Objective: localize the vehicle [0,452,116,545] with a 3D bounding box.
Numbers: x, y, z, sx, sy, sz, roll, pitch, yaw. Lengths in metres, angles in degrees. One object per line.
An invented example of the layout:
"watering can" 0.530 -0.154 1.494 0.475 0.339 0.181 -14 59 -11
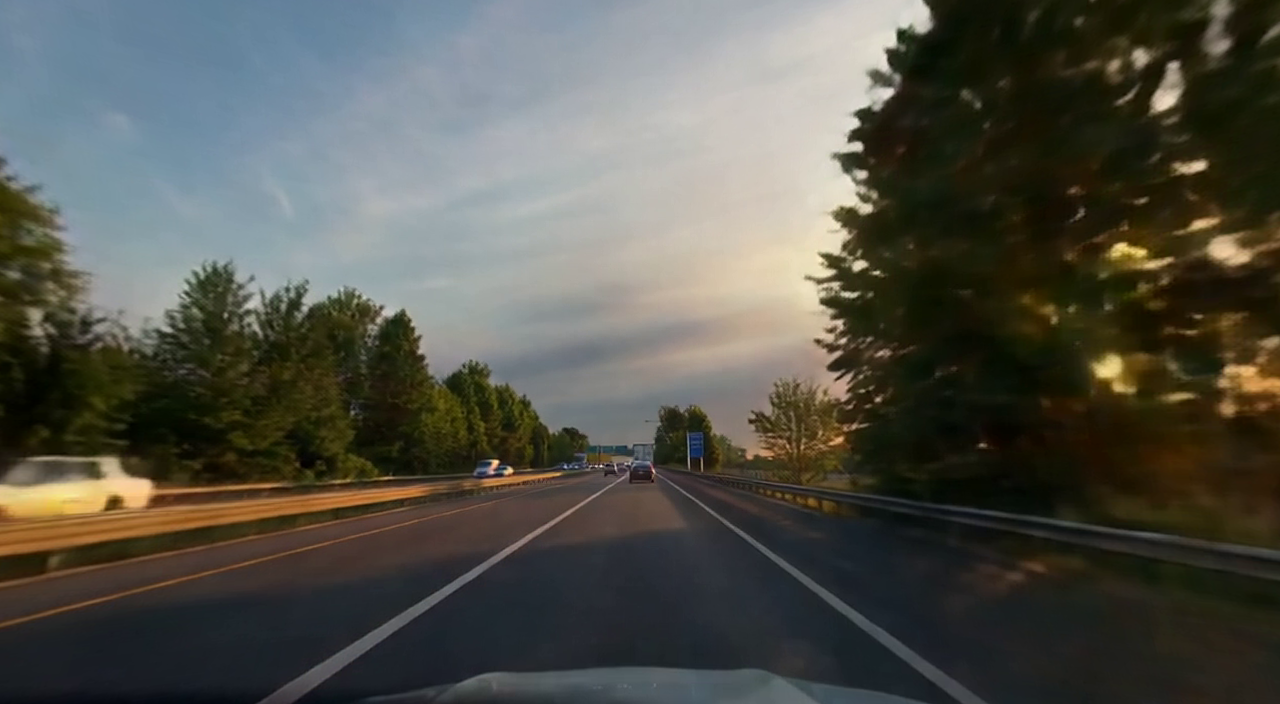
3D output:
"vehicle" -11.210 2.365 10.222 1.894 1.469 3.976 1 -10 0

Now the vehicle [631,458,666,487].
"vehicle" 0.466 7.520 39.308 2.048 1.663 4.377 1 -10 0
